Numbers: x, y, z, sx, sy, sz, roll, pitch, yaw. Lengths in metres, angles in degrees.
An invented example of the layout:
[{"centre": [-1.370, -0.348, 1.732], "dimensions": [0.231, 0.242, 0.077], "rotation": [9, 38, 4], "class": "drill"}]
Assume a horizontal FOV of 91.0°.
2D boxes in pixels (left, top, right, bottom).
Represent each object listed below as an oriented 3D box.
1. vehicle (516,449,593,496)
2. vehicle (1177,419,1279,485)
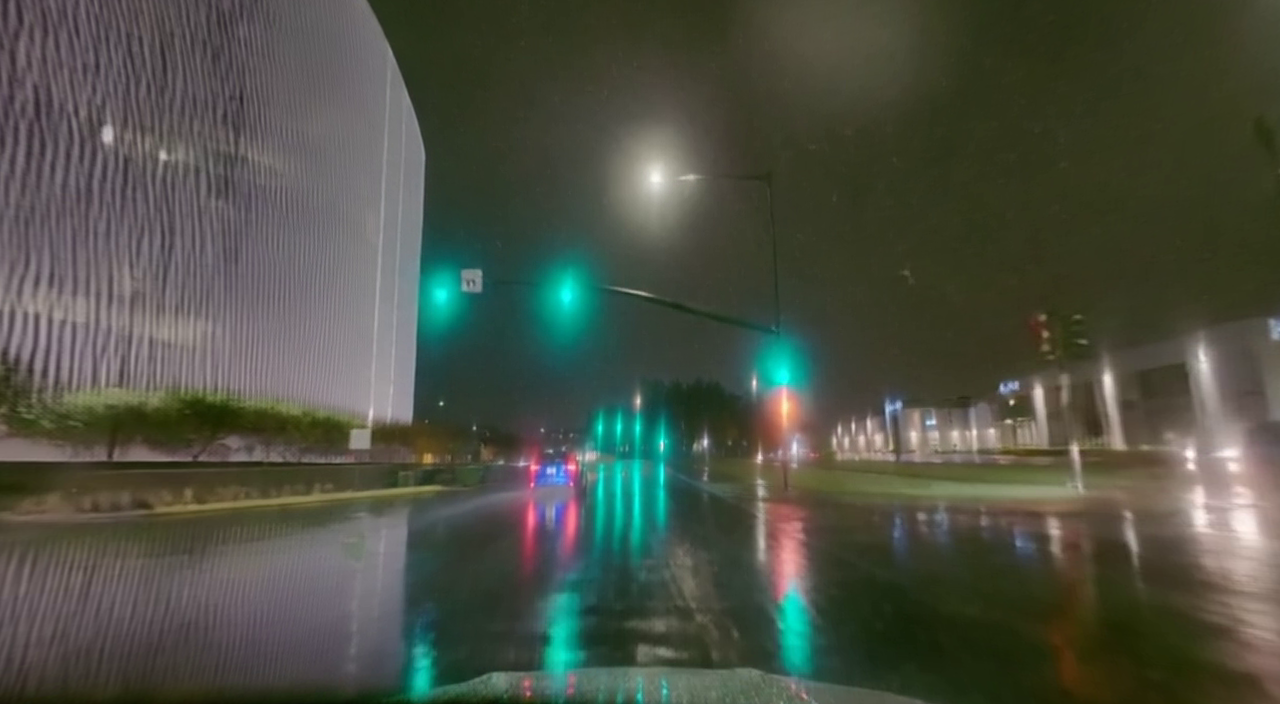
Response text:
[{"centre": [-2.933, 4.263, 22.616], "dimensions": [1.971, 1.486, 4.380], "rotation": [0, -9, 2], "class": "vehicle"}, {"centre": [16.678, 2.588, 16.216], "dimensions": [1.851, 1.594, 4.324], "rotation": [0, -9, 1], "class": "vehicle"}]
